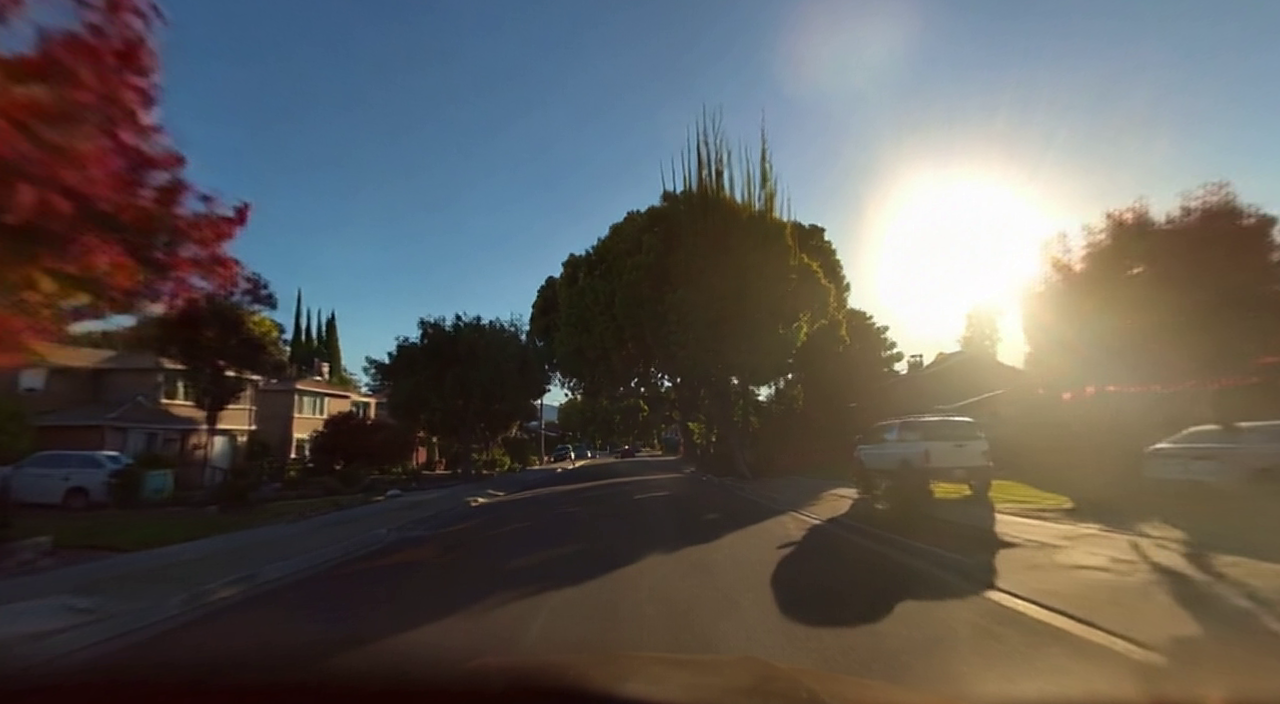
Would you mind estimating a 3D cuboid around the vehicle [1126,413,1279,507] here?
[{"bbox_3d":[11.594,1.888,11.224,4.300,1.490,1.916,0,-9,-1],"label":"vehicle"}]

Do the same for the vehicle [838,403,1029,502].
[{"bbox_3d":[6.966,2.487,15.794,2.233,1.923,4.848,-4,-9,-1],"label":"vehicle"}]
